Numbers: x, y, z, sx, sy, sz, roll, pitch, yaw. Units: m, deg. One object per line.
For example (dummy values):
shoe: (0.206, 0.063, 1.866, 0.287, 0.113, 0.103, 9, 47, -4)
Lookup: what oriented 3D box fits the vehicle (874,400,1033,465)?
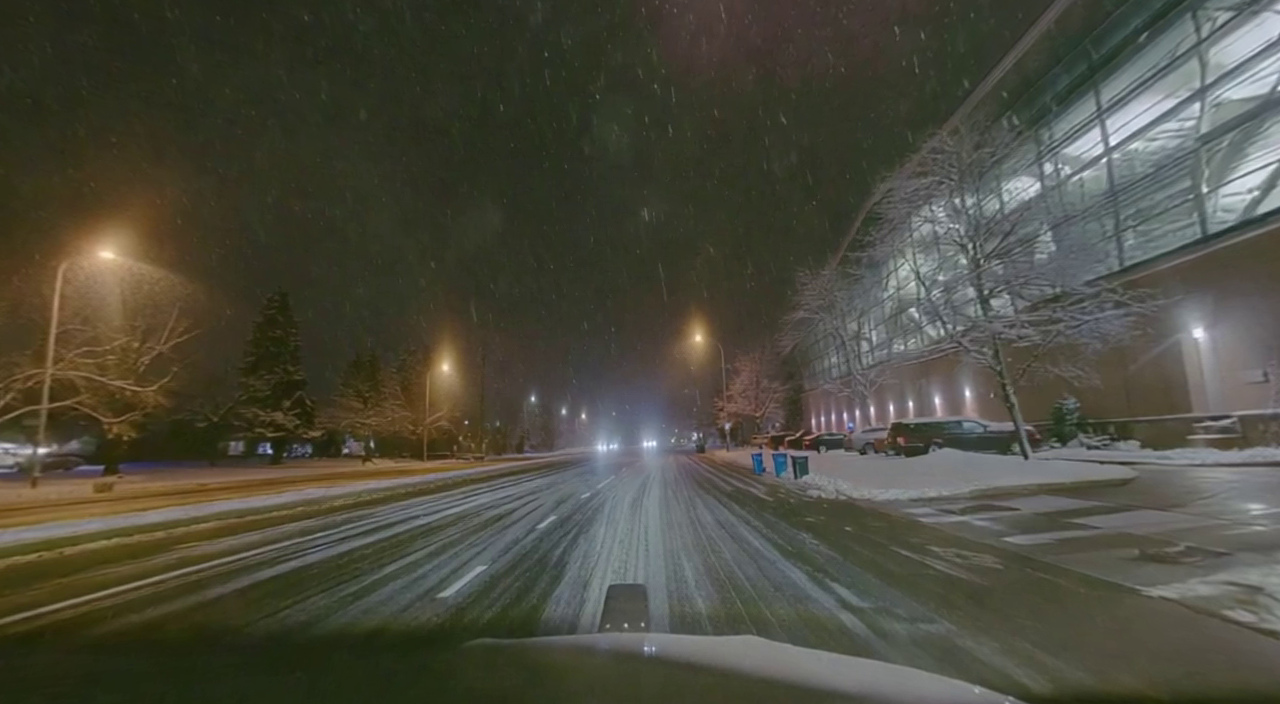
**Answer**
vehicle: (12.625, 3.319, 25.708, 5.136, 1.945, 2.153, -7, -9, 3)
